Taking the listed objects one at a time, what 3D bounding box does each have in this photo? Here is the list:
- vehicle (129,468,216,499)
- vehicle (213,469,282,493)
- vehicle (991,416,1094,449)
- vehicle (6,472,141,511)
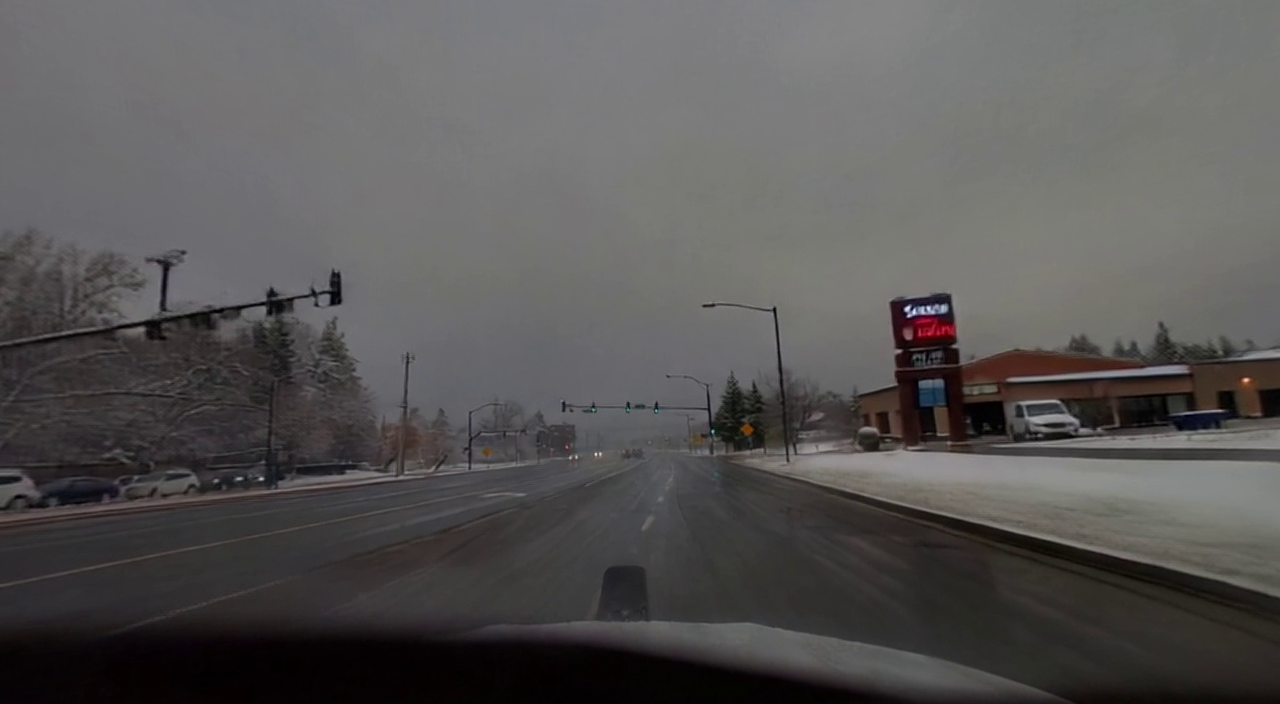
[{"bbox_3d":[-30.132,8.451,40.809,1.851,1.682,4.631,-1,-9,4],"label":"vehicle"},{"bbox_3d":[-29.465,9.667,47.488,1.906,1.486,4.617,-1,-9,5],"label":"vehicle"},{"bbox_3d":[17.984,3.636,28.303,3.464,1.409,1.598,0,-9,4],"label":"vehicle"},{"bbox_3d":[-24.656,6.066,27.667,1.827,1.370,4.191,-1,-9,6],"label":"vehicle"}]
